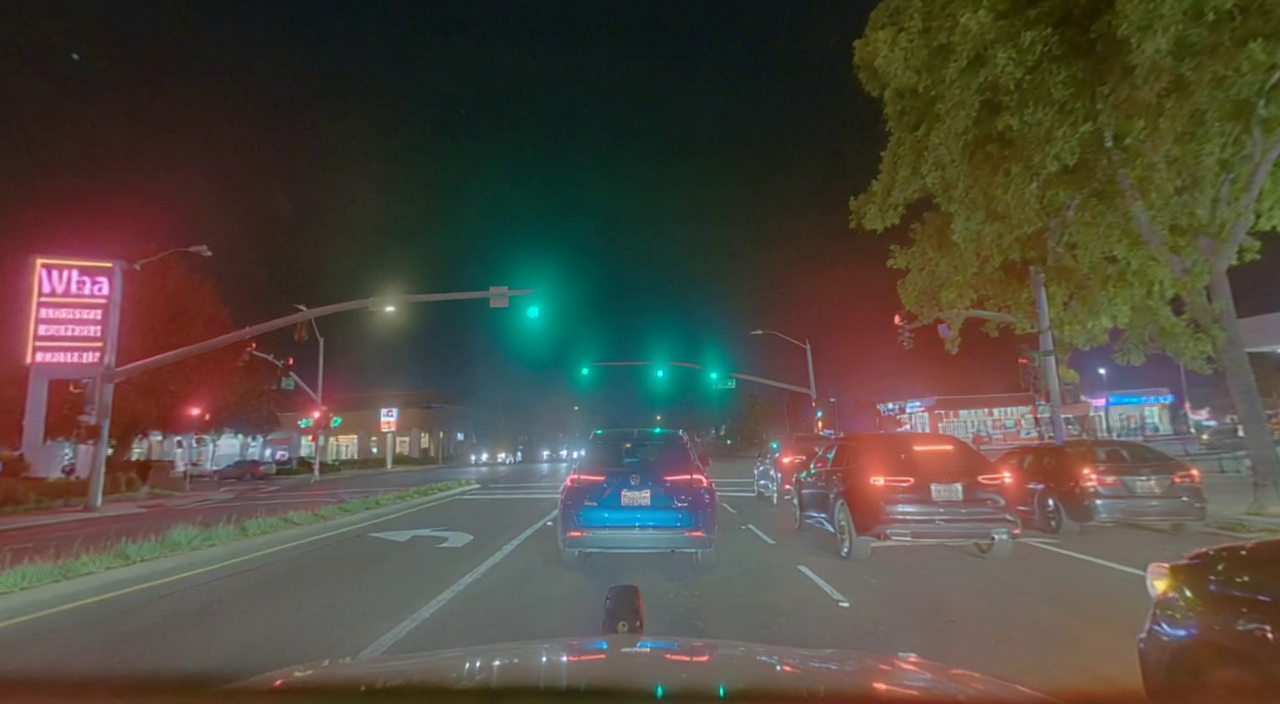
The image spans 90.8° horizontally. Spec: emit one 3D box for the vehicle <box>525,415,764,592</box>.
[{"bbox_3d":[0.017,1.655,7.653,2.154,1.577,3.723,0,-9,-1],"label":"vehicle"}]

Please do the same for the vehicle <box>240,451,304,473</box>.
[{"bbox_3d":[-28.569,8.528,49.182,4.205,1.541,1.780,4,-10,-28],"label":"vehicle"}]

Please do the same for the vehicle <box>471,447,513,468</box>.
[{"bbox_3d":[-11.244,8.003,48.232,2.099,1.478,4.411,0,-9,0],"label":"vehicle"}]

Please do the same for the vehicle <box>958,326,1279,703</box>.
[{"bbox_3d":[2.985,0.705,1.595,2.075,1.661,4.401,0,-9,1],"label":"vehicle"}]

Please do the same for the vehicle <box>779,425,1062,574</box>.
[{"bbox_3d":[3.326,1.819,8.581,1.865,1.496,4.170,0,-9,-1],"label":"vehicle"}]

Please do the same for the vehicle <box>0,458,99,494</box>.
[{"bbox_3d":[-27.215,5.501,28.096,4.285,1.427,1.883,3,-9,-22],"label":"vehicle"}]

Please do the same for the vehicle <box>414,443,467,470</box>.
[{"bbox_3d":[-15.068,7.885,48.028,2.395,1.903,4.860,-1,-9,1],"label":"vehicle"}]
